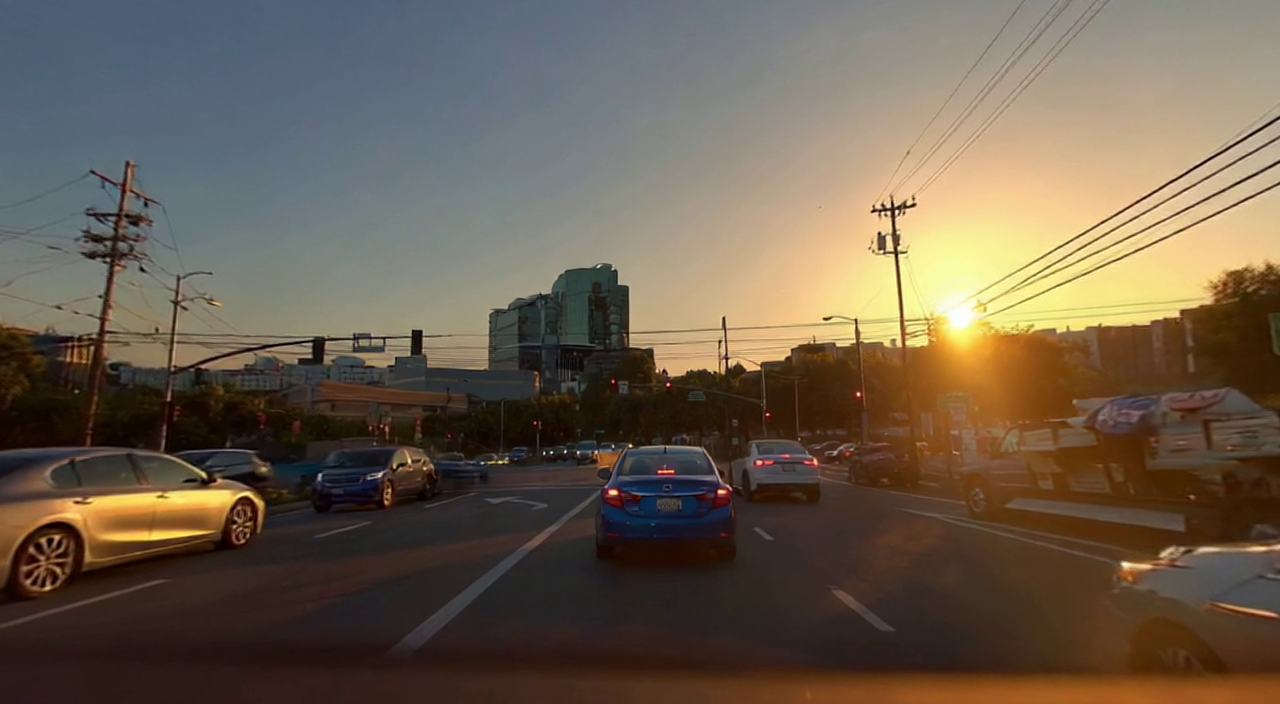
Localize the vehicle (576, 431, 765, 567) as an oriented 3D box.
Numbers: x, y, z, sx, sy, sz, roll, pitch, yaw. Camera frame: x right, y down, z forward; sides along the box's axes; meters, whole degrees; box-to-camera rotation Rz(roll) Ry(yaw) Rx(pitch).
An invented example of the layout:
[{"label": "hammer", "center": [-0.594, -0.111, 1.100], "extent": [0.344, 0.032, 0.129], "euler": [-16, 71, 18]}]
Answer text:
[{"label": "vehicle", "center": [0.323, 1.926, 9.072], "extent": [2.109, 1.483, 3.964], "euler": [0, -8, 0]}]

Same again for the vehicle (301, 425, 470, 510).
[{"label": "vehicle", "center": [-6.245, 2.883, 16.355], "extent": [2.070, 1.824, 5.196], "euler": [-1, -8, 2]}]

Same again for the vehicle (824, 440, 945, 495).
[{"label": "vehicle", "center": [7.266, 3.444, 19.305], "extent": [1.867, 1.459, 4.436], "euler": [0, -8, -1]}]

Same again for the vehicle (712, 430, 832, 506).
[{"label": "vehicle", "center": [3.236, 2.935, 16.433], "extent": [2.042, 1.676, 4.364], "euler": [0, -8, -2]}]

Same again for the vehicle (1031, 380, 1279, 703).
[{"label": "vehicle", "center": [3.084, 0.746, 1.343], "extent": [1.870, 1.523, 4.096], "euler": [0, -8, 0]}]

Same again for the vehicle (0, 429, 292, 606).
[{"label": "vehicle", "center": [-6.406, 1.710, 7.374], "extent": [1.955, 1.497, 4.639], "euler": [-1, -8, 1]}]
